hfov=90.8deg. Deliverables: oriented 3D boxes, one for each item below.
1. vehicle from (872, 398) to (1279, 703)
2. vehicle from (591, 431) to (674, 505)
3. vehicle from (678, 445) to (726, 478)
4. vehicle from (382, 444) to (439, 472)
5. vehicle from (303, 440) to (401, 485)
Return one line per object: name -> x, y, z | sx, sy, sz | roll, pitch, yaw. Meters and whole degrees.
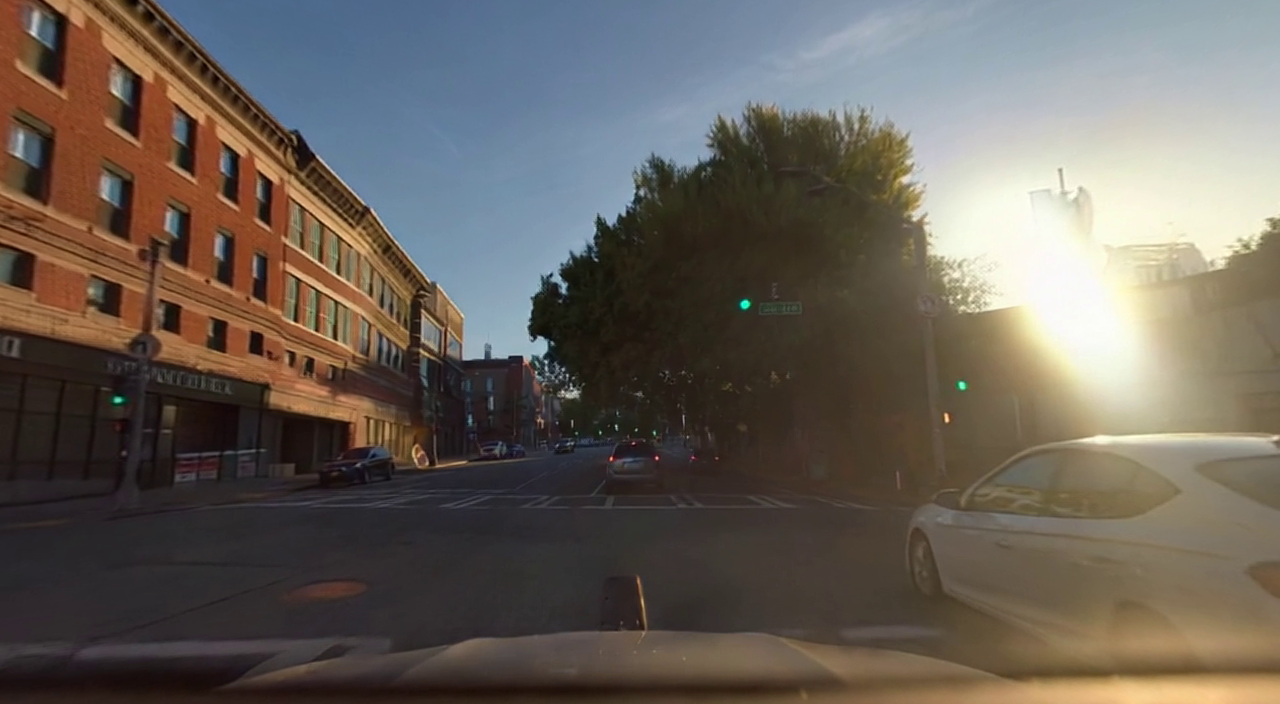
vehicle -> 3.261, 1.140, 3.723 | 2.026, 1.499, 4.662 | 0, -8, 0
vehicle -> -0.230, 3.287, 18.363 | 2.105, 1.842, 4.537 | 0, -8, -1
vehicle -> 2.901, 5.249, 30.537 | 1.852, 1.462, 4.155 | 0, -8, -1
vehicle -> -14.311, 6.609, 39.667 | 1.891, 1.659, 4.360 | 0, -8, 0
vehicle -> -14.273, 5.476, 31.782 | 2.191, 2.011, 5.556 | 0, -8, 2
